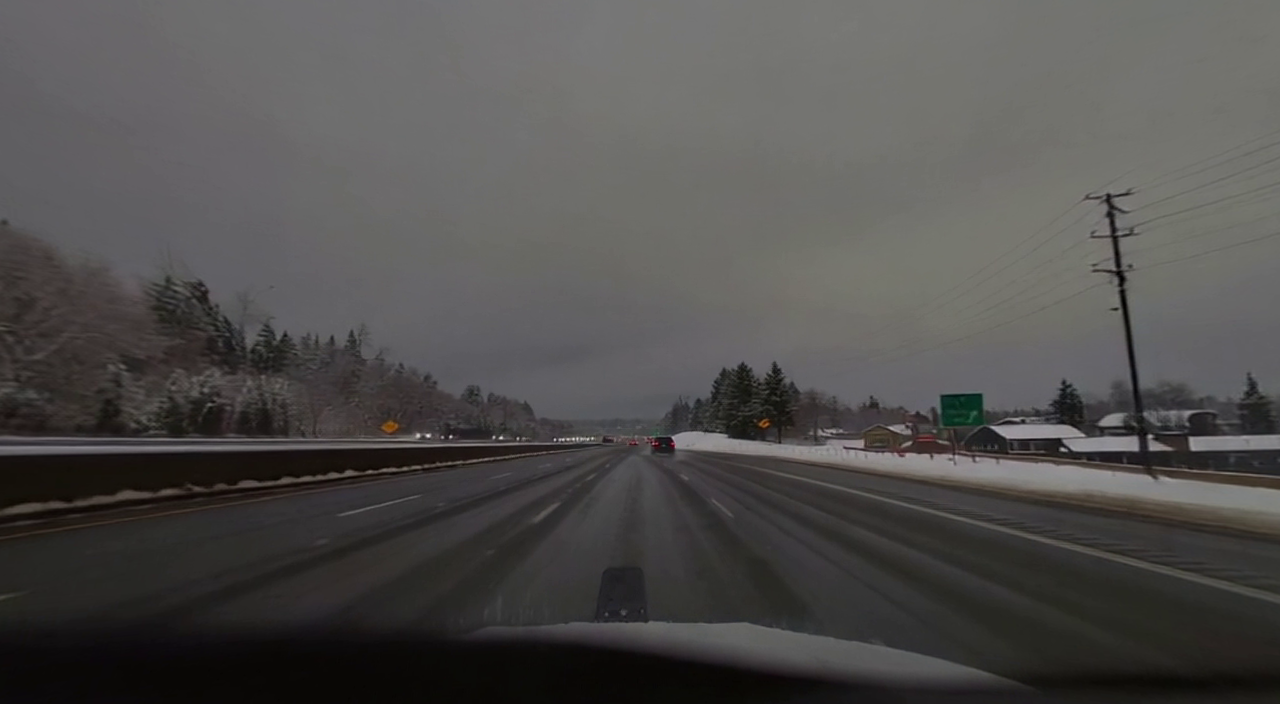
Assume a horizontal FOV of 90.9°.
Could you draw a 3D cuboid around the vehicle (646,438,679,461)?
[{"bbox_3d":[1.498,6.651,43.110,2.036,1.486,4.375,0,-8,-1],"label":"vehicle"}]
